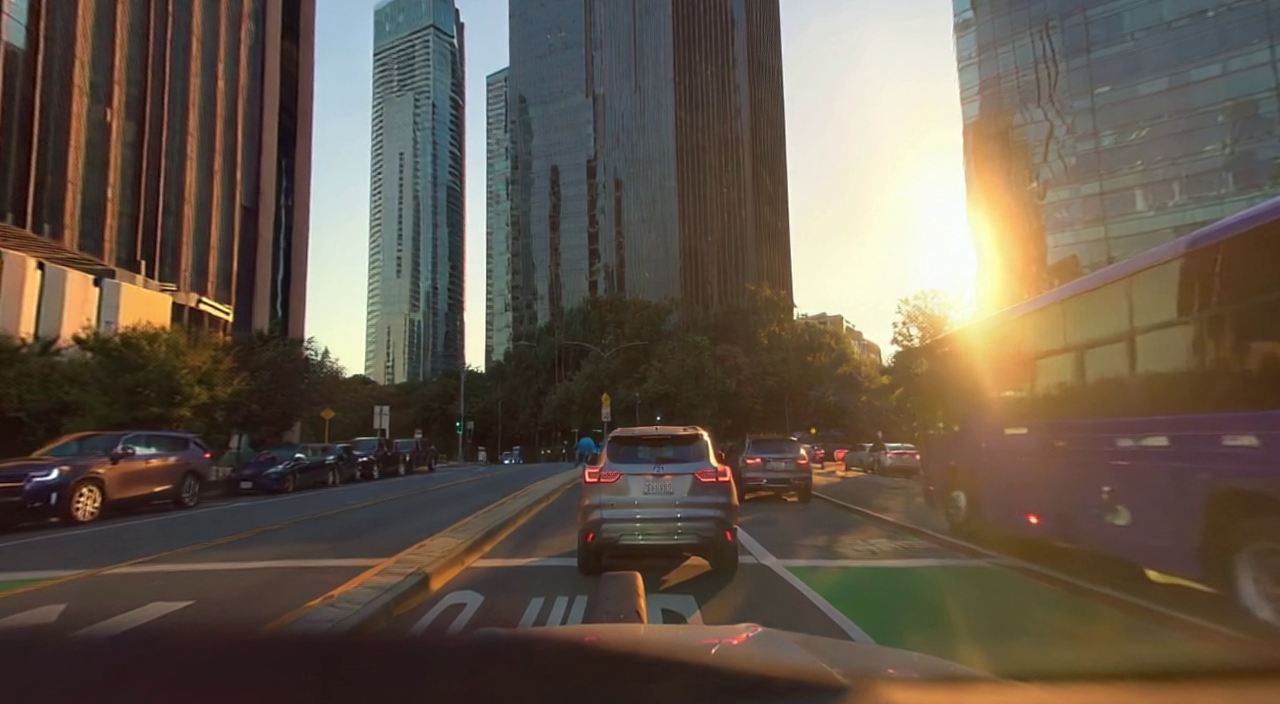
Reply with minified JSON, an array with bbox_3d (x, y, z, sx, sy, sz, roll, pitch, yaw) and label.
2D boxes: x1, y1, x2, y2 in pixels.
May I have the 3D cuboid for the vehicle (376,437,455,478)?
[{"bbox_3d":[-11.634,5.504,33.248,2.338,1.963,5.740,0,-9,-3],"label":"vehicle"}]

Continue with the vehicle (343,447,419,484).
[{"bbox_3d":[-11.226,4.934,27.726,1.791,1.463,4.210,0,-9,-4],"label":"vehicle"}]

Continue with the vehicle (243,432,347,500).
[{"bbox_3d":[-10.952,3.602,20.342,1.559,1.973,3.419,1,-9,-4],"label":"vehicle"}]

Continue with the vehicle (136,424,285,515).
[{"bbox_3d":[-10.659,2.904,15.983,1.482,2.019,3.297,0,-9,-3],"label":"vehicle"}]

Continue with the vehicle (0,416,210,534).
[{"bbox_3d":[-10.325,2.310,12.331,1.543,1.946,3.454,1,-9,-5],"label":"vehicle"}]

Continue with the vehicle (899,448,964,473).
[{"bbox_3d":[22.460,8.316,48.720,4.211,1.820,2.094,-6,-10,33],"label":"vehicle"}]

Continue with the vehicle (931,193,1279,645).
[{"bbox_3d":[6.136,0.756,6.331,3.113,3.116,7.650,-1,-8,3],"label":"vehicle"}]

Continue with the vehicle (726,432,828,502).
[{"bbox_3d":[3.872,3.332,18.754,2.143,1.793,4.763,0,-8,3],"label":"vehicle"}]

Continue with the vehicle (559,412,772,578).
[{"bbox_3d":[0.328,1.792,8.690,2.192,1.695,4.142,0,-8,2],"label":"vehicle"}]
